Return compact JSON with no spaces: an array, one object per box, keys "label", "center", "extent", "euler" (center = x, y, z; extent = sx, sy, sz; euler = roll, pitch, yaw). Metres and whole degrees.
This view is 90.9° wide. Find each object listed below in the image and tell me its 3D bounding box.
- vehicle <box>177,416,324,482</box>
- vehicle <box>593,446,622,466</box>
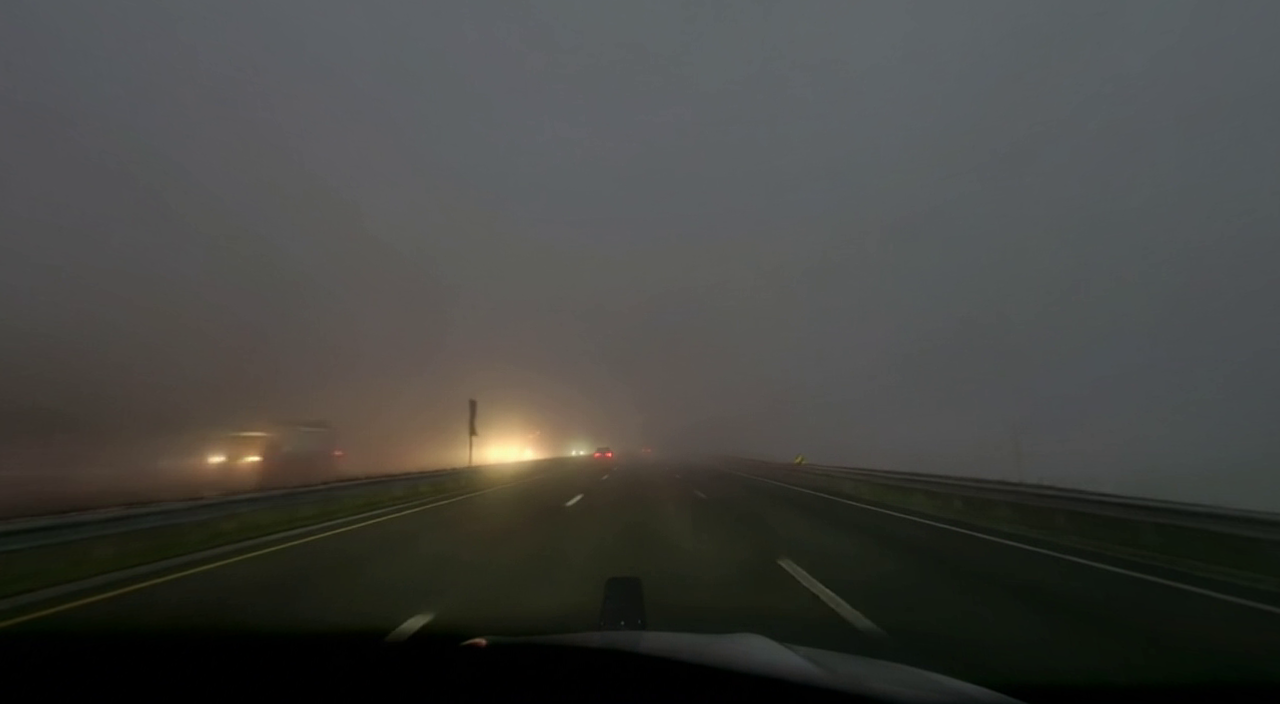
[{"label":"vehicle","center":[-17.990,4.580,29.758],"extent":[2.346,2.689,7.021],"euler":[0,-9,0]},{"label":"vehicle","center":[-2.553,8.195,49.904],"extent":[1.991,1.473,4.707],"euler":[0,-9,1]}]
